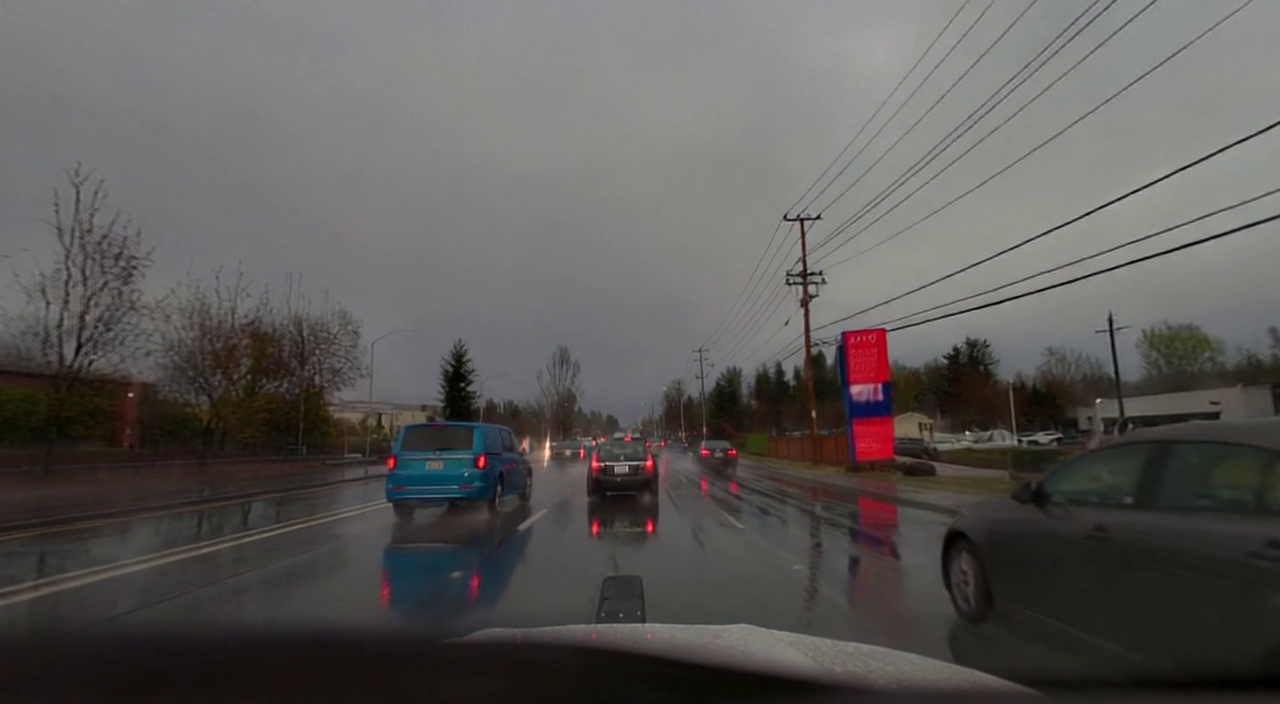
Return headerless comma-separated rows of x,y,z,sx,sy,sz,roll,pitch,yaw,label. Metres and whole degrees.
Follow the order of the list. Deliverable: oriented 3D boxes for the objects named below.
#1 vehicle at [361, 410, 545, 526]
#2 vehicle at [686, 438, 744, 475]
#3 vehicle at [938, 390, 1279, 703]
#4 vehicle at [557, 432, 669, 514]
-3.348,2.206,12.503,2.092,1.839,4.736,0,-9,1,vehicle
3.203,4.581,27.884,1.878,1.479,4.461,0,-9,-2,vehicle
3.223,0.994,2.844,1.880,1.521,3.724,0,-9,-1,vehicle
-0.490,2.552,13.740,2.097,1.511,3.809,0,-9,0,vehicle
